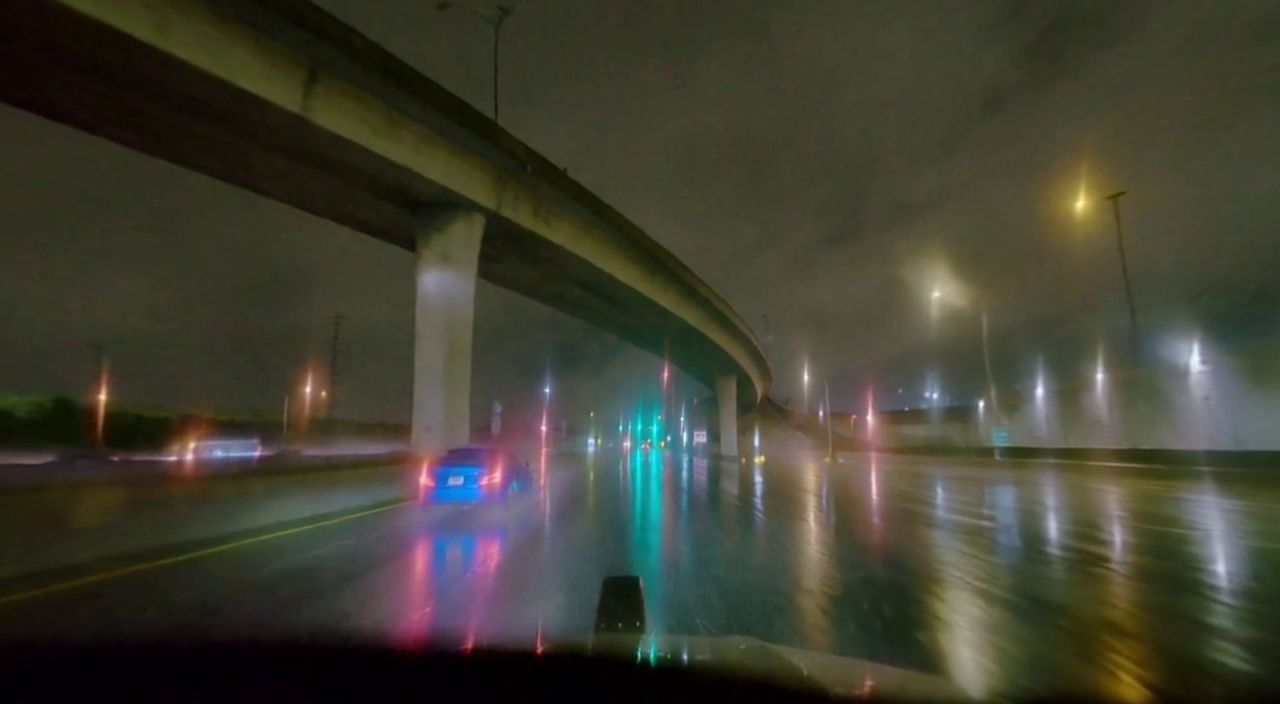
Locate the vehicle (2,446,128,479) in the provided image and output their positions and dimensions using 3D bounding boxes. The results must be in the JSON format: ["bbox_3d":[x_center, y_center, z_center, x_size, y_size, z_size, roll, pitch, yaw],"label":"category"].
[{"bbox_3d":[-30.083,5.758,33.205,1.950,1.584,4.891,0,-8,0],"label":"vehicle"}]

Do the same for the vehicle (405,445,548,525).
[{"bbox_3d":[-3.404,2.846,14.059,2.044,1.478,4.114,0,-9,0],"label":"vehicle"}]
